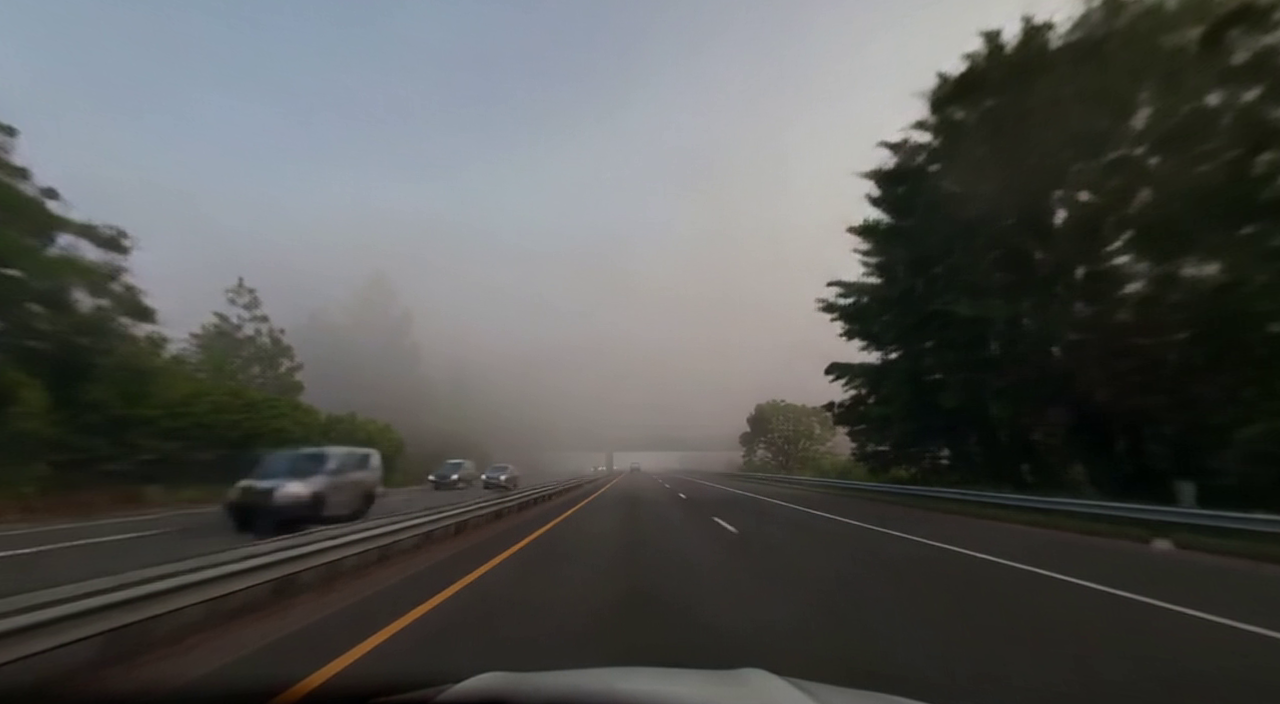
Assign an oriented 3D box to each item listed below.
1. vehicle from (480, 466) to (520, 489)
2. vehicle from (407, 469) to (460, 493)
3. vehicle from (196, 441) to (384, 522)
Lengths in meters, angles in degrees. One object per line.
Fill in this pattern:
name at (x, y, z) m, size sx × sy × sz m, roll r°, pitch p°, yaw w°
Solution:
vehicle at (-9.584, 8.604, 43.176) m, size 1.827 × 1.492 × 3.722 m, roll 1°, pitch -10°, yaw 1°
vehicle at (-13.607, 8.494, 41.646) m, size 1.921 × 1.467 × 4.670 m, roll 1°, pitch -10°, yaw 0°
vehicle at (-9.117, 3.450, 17.022) m, size 2.250 × 1.825 × 4.768 m, roll 1°, pitch -10°, yaw 0°
